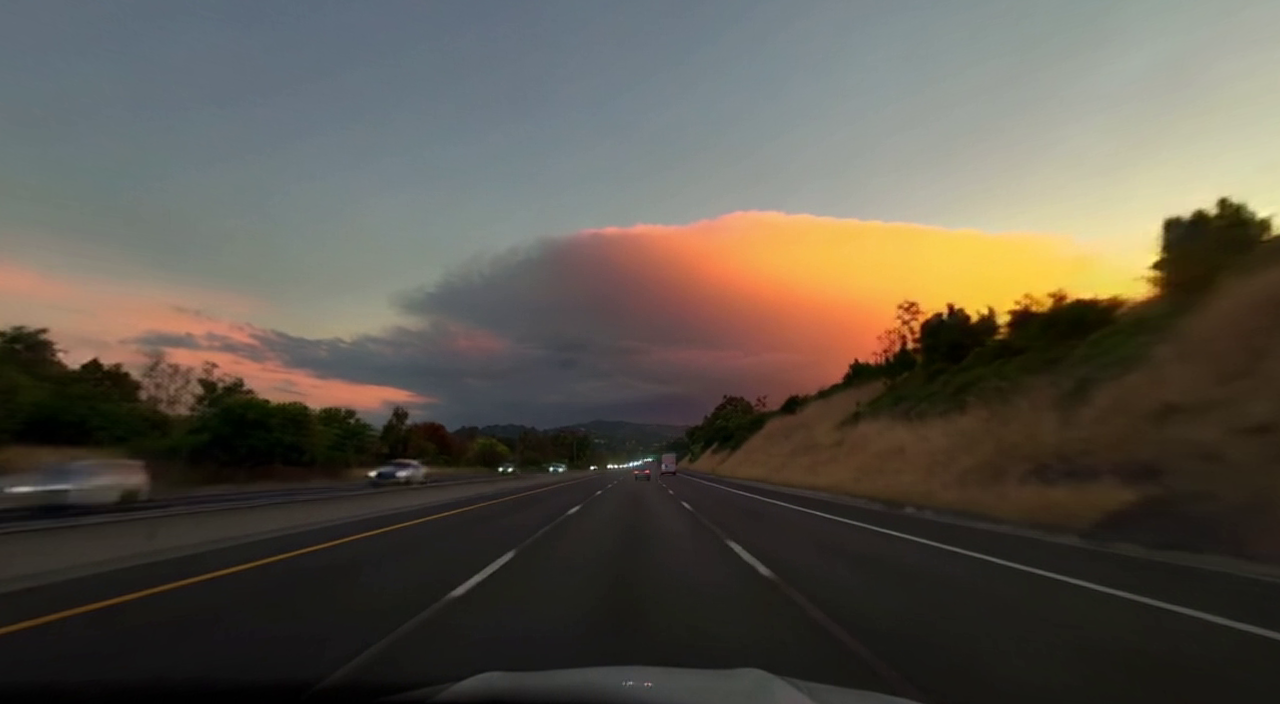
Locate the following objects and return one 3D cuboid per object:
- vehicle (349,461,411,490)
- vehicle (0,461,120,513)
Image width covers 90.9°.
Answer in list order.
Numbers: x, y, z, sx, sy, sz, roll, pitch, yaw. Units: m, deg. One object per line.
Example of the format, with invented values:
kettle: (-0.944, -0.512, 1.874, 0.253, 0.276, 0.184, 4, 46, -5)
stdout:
vehicle: (-15.648, 7.448, 38.105, 1.902, 1.607, 4.116, 0, -10, 1)
vehicle: (-19.072, 4.211, 20.011, 1.716, 1.454, 3.893, 0, -10, 0)
